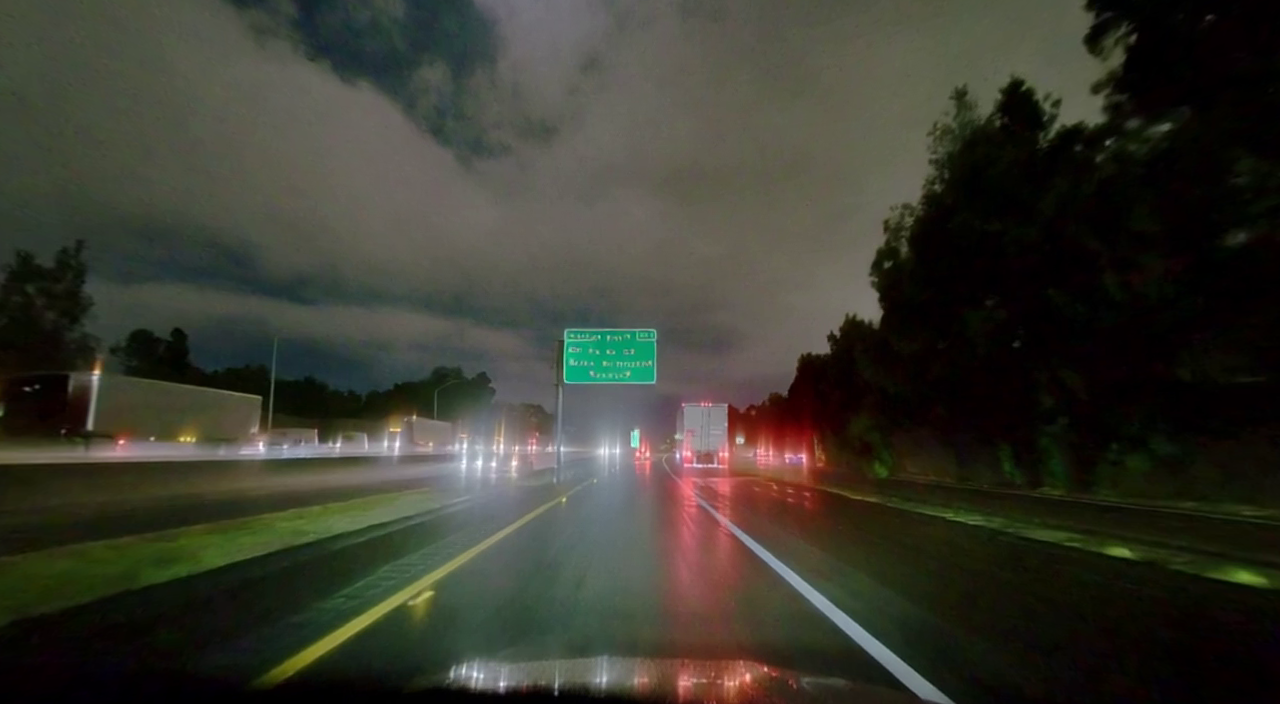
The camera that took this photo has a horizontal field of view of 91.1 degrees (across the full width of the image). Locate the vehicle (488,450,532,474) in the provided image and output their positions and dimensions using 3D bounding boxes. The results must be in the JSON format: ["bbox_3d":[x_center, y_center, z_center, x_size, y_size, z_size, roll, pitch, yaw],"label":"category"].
[{"bbox_3d":[-8.643,7.330,42.112,1.867,1.438,4.553,-1,-9,2],"label":"vehicle"}]

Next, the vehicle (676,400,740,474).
[{"bbox_3d":[4.188,5.765,42.004,3.185,4.154,12.638,-1,-9,1],"label":"vehicle"}]

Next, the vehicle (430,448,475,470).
[{"bbox_3d":[-13.805,7.880,46.458,1.908,1.476,4.302,-1,-9,2],"label":"vehicle"}]

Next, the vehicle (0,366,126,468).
[{"bbox_3d":[-26.099,2.868,26.558,3.112,3.890,6.296,0,-9,0],"label":"vehicle"}]
